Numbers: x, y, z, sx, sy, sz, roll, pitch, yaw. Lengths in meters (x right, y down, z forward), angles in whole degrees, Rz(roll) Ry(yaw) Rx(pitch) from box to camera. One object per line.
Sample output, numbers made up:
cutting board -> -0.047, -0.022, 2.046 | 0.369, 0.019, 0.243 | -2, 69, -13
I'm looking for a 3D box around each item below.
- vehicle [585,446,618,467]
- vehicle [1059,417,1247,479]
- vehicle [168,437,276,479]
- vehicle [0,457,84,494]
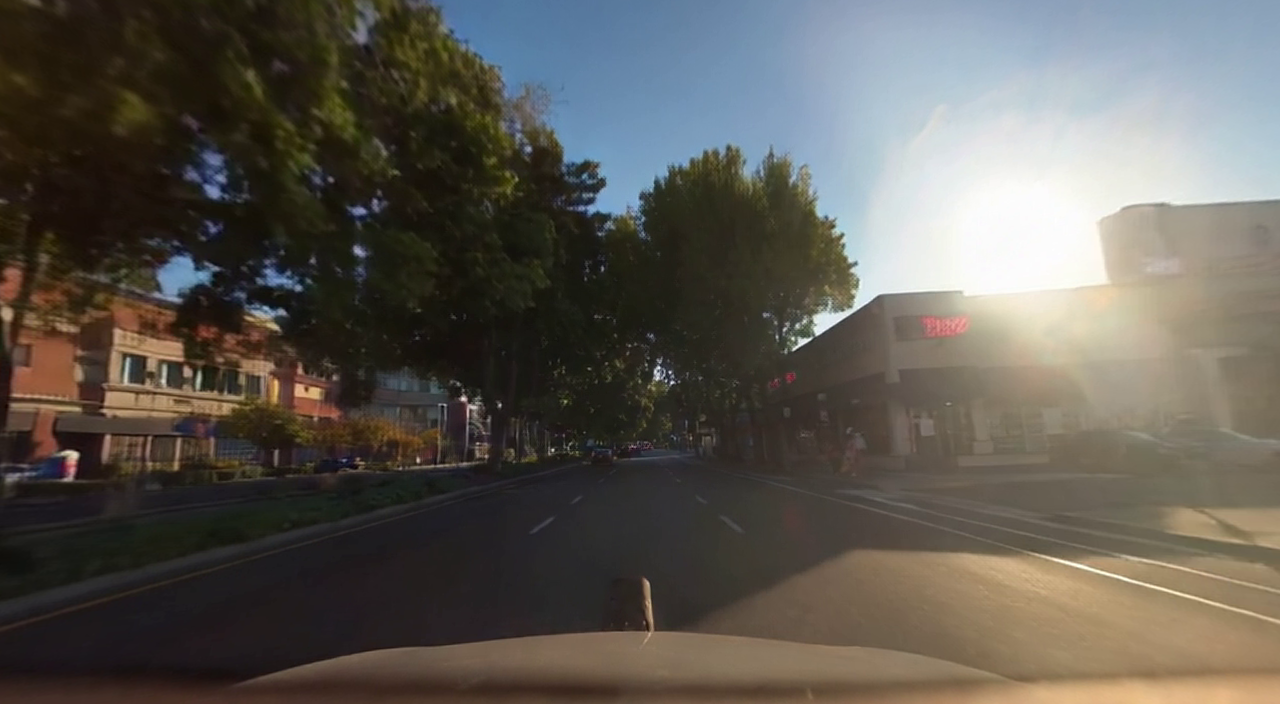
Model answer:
vehicle -> -2.841, 7.820, 47.305 | 2.082, 1.460, 4.442 | 0, -8, 1
vehicle -> 16.878, 3.215, 21.195 | 2.038, 1.827, 4.870 | 0, -8, -2
vehicle -> -29.606, 7.502, 44.791 | 5.890, 2.815, 2.228 | 0, -8, -2
vehicle -> -31.545, 6.351, 32.665 | 1.830, 1.663, 4.166 | 1, -8, -6
